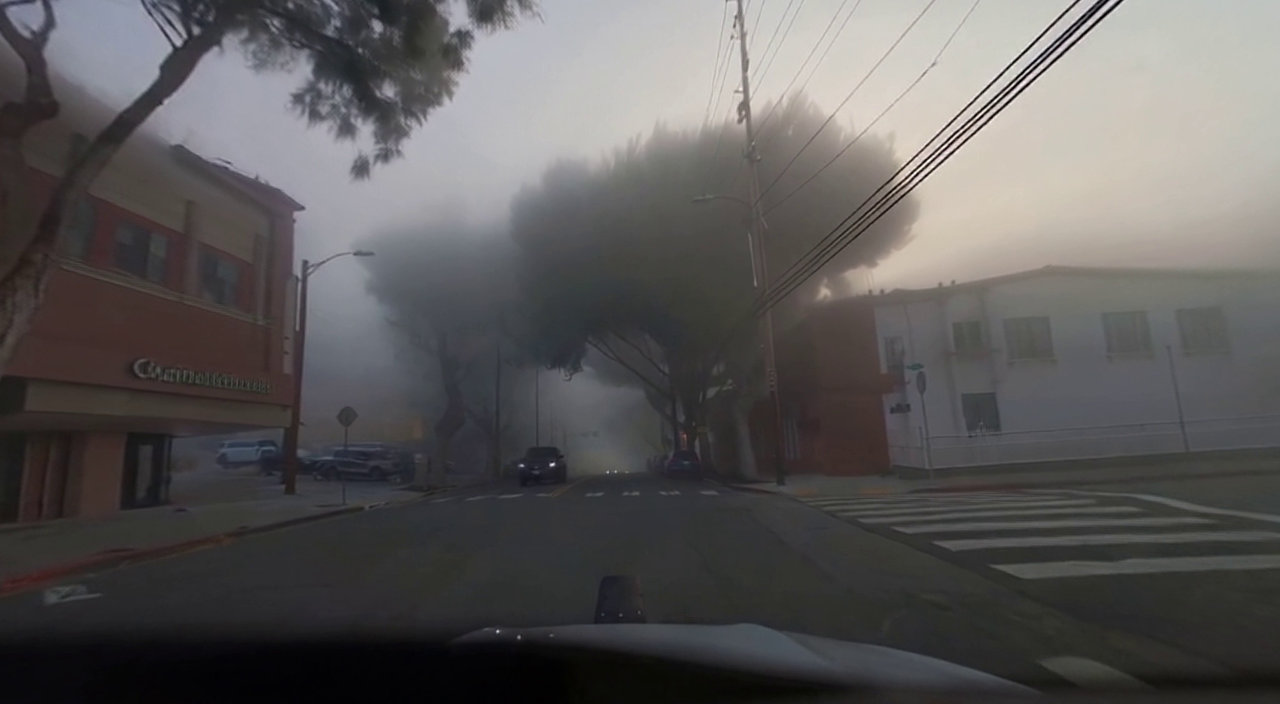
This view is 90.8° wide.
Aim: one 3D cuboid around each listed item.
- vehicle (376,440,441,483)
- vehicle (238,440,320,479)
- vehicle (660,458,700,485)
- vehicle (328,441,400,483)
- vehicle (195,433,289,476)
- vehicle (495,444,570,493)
[{"bbox_3d":[-16.392,7.767,45.121,2.715,2.789,6.225,0,-10,-5],"label":"vehicle"},{"bbox_3d":[-25.283,7.515,44.621,2.288,2.514,5.886,0,-8,0],"label":"vehicle"},{"bbox_3d":[2.253,6.888,36.660,1.877,1.373,3.854,0,-8,-3],"label":"vehicle"},{"bbox_3d":[-19.323,7.653,44.581,2.256,2.668,5.979,0,-7,1],"label":"vehicle"},{"bbox_3d":[-27.967,7.202,44.769,2.249,2.760,6.636,0,-8,0],"label":"vehicle"},{"bbox_3d":[-4.583,5.041,27.840,2.495,1.966,4.846,0,-8,-1],"label":"vehicle"}]
